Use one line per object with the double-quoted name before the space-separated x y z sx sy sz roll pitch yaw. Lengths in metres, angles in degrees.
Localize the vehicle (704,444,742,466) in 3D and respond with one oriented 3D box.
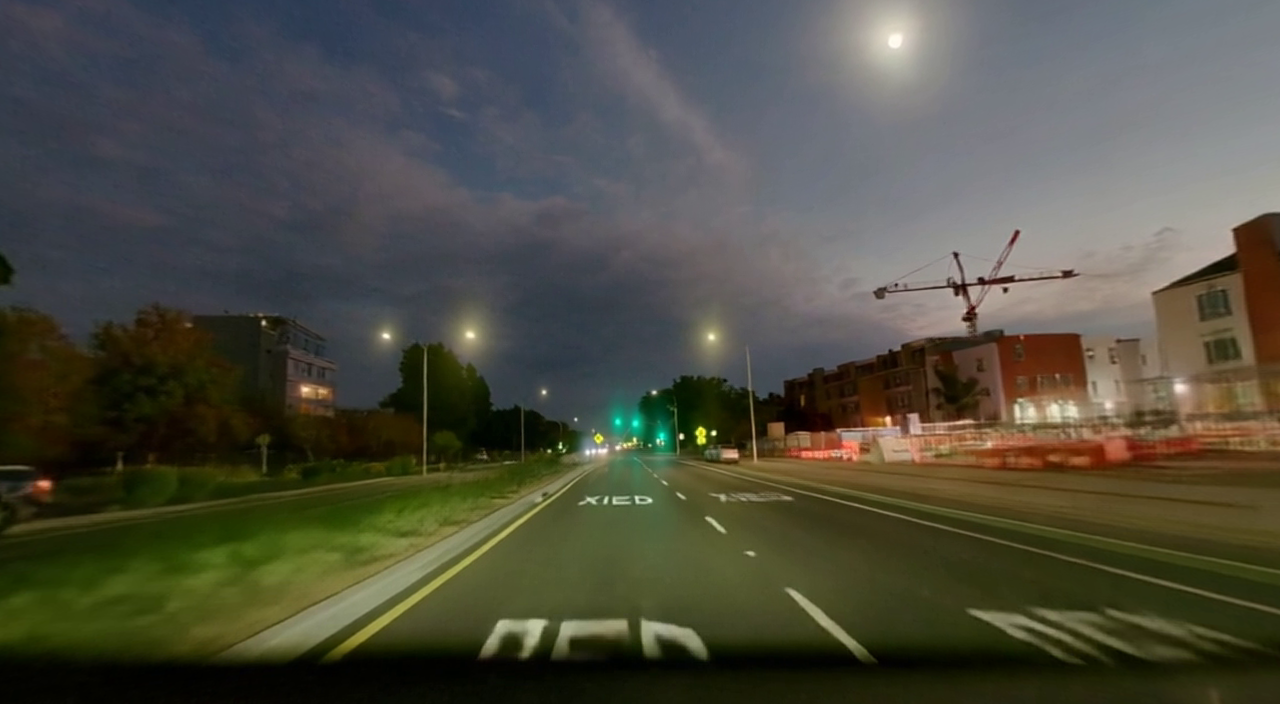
"vehicle" 6.280 7.837 48.384 1.986 1.498 5.099 3 -9 -2
